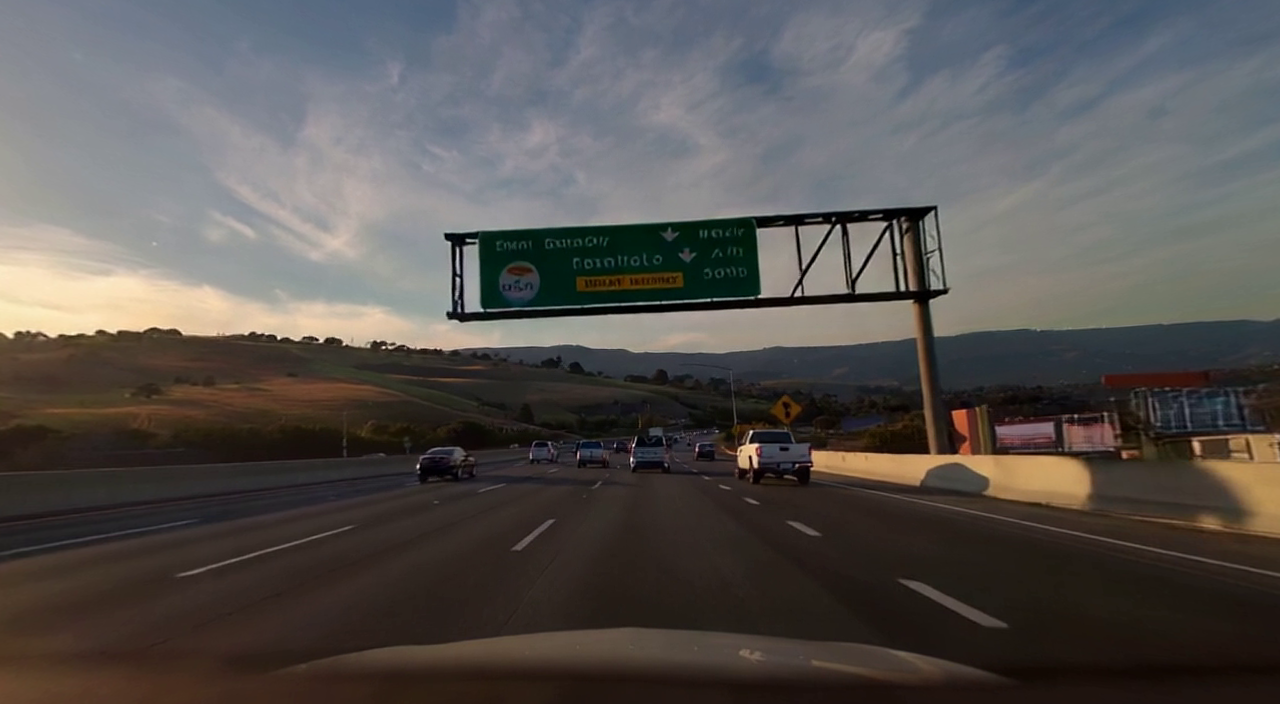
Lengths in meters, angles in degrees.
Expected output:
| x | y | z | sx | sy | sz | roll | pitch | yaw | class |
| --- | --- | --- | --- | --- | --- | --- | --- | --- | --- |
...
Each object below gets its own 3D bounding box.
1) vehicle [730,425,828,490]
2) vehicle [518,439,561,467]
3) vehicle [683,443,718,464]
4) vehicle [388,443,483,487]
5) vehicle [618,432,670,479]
| x | y | z | sx | sy | sz | roll | pitch | yaw | class |
| --- | --- | --- | --- | --- | --- | --- | --- | --- | --- |
| 4.372 | 3.409 | 20.674 | 2.029 | 1.859 | 4.669 | 0 | -8 | -1 | vehicle |
| -6.909 | 7.017 | 43.990 | 2.160 | 1.799 | 5.001 | 0 | -8 | 0 | vehicle |
| 4.306 | 7.271 | 45.385 | 1.998 | 1.456 | 4.338 | 0 | -8 | -1 | vehicle |
| -7.587 | 4.216 | 23.967 | 1.916 | 1.482 | 4.908 | 0 | -8 | 0 | vehicle |
| 0.154 | 4.412 | 27.102 | 2.052 | 1.808 | 3.898 | 0 | -8 | 0 | vehicle |
